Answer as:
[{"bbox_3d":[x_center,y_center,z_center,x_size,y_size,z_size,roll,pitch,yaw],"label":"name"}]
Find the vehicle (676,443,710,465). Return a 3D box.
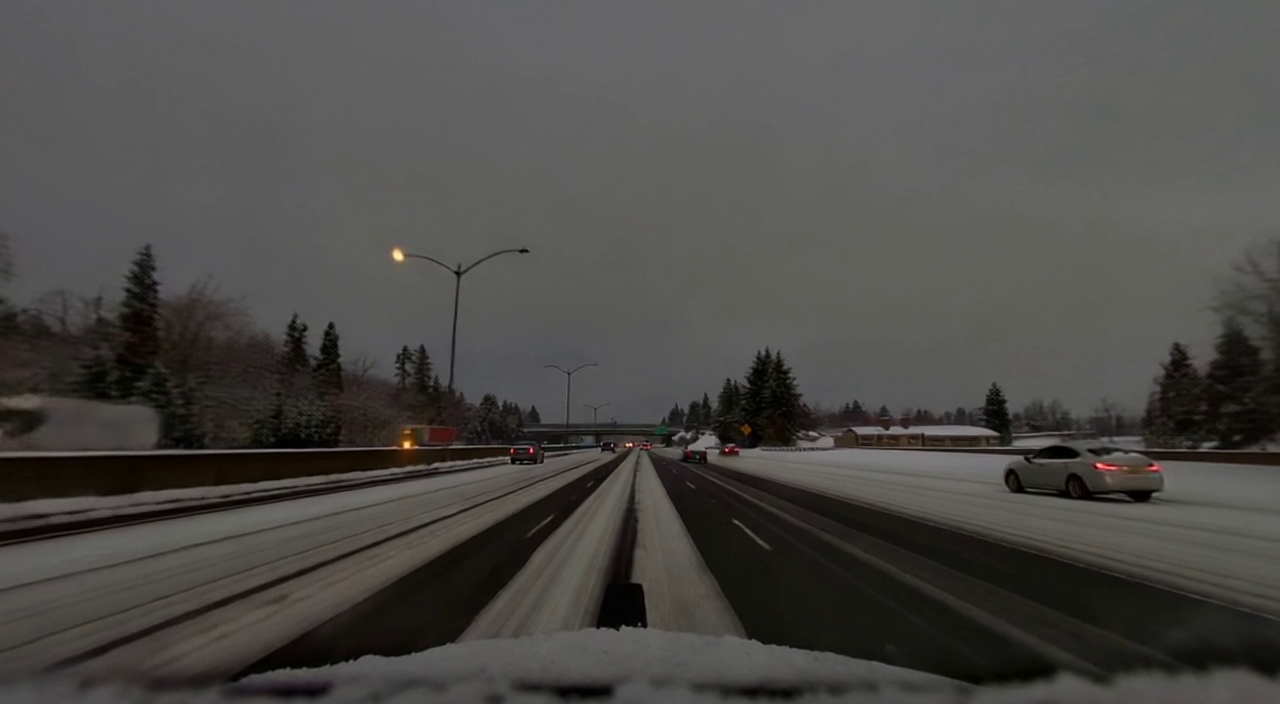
[{"bbox_3d":[3.593,6.987,43.025,1.950,1.453,3.378,0,-9,-1],"label":"vehicle"}]

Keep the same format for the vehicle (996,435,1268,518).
[{"bbox_3d":[10.185,2.583,13.669,1.979,1.467,4.839,0,-9,0],"label":"vehicle"}]

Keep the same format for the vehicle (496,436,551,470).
[{"bbox_3d":[-6.368,5.574,34.806,2.091,1.746,4.437,0,-9,1],"label":"vehicle"}]

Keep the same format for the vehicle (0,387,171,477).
[{"bbox_3d":[-25.118,3.453,26.500,3.221,3.300,9.553,0,-9,0],"label":"vehicle"}]
